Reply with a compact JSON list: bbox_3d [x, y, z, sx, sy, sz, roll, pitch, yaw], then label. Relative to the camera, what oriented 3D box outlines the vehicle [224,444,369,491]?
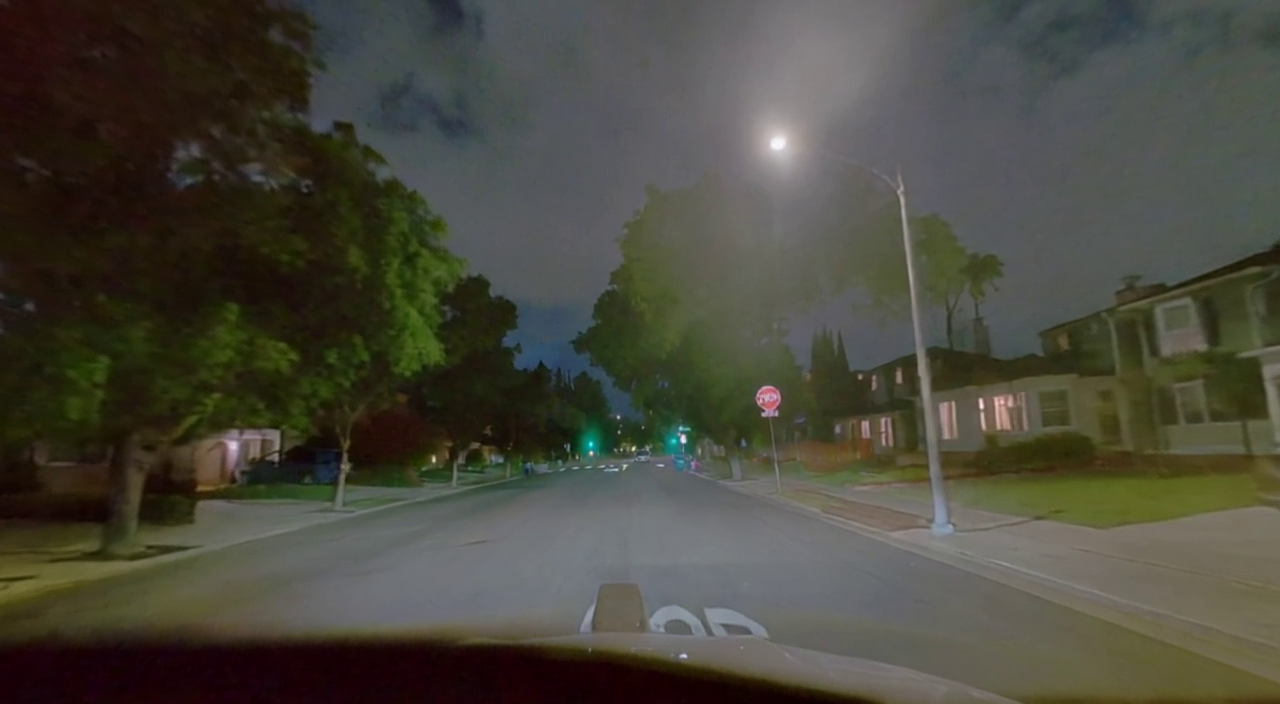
[{"bbox_3d":[-14.269,4.807,26.495,4.809,1.865,2.093,0,-9,-2],"label":"vehicle"}]
